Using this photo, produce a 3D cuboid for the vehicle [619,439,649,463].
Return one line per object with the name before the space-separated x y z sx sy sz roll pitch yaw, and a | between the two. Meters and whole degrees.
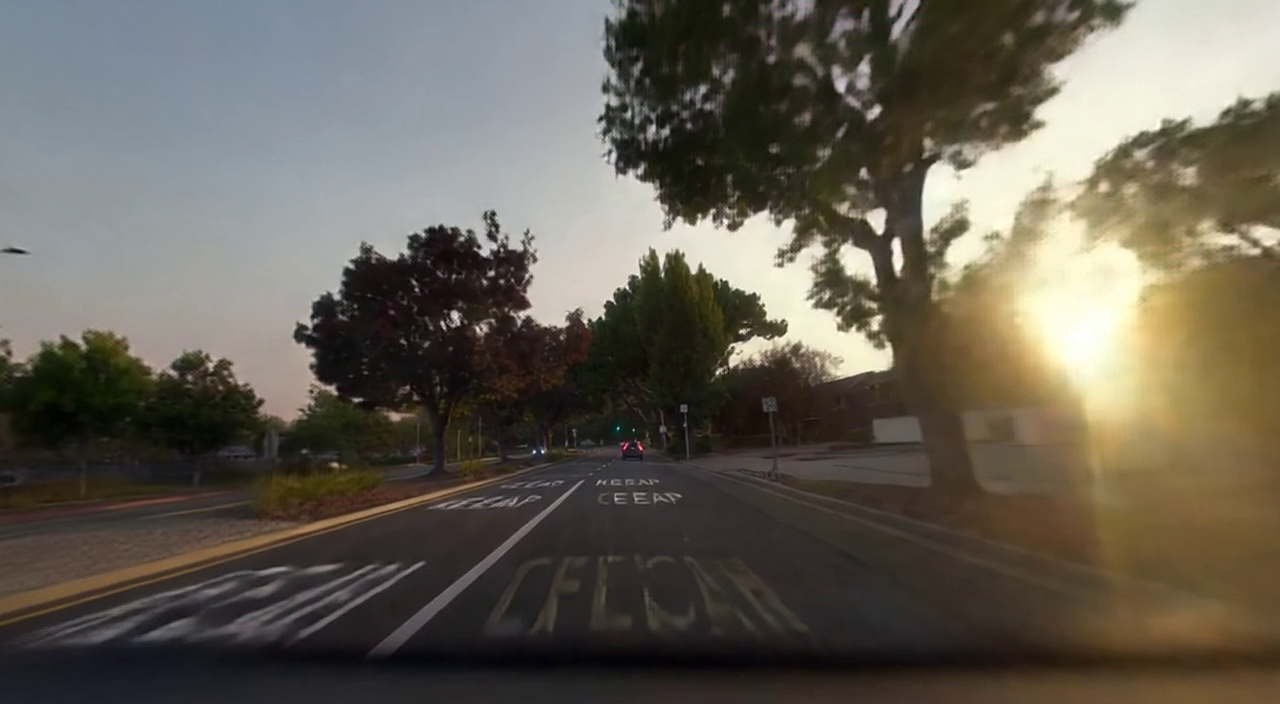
vehicle | -0.409 7.043 45.154 2.045 1.613 4.210 0 -8 -1
